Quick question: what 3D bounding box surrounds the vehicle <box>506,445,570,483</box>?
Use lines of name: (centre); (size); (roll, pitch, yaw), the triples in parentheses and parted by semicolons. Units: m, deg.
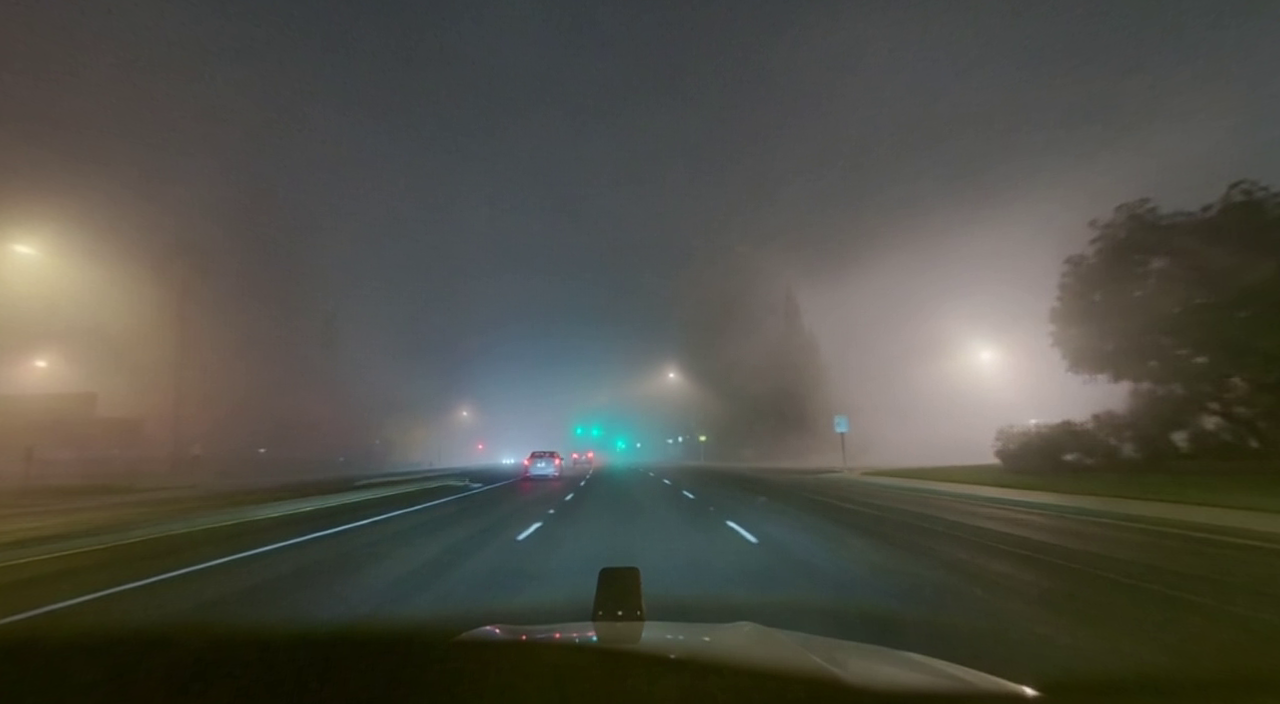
vehicle: (-4.211, 4.684, 26.834); (2.108, 1.475, 4.555); (0, -8, -2)
